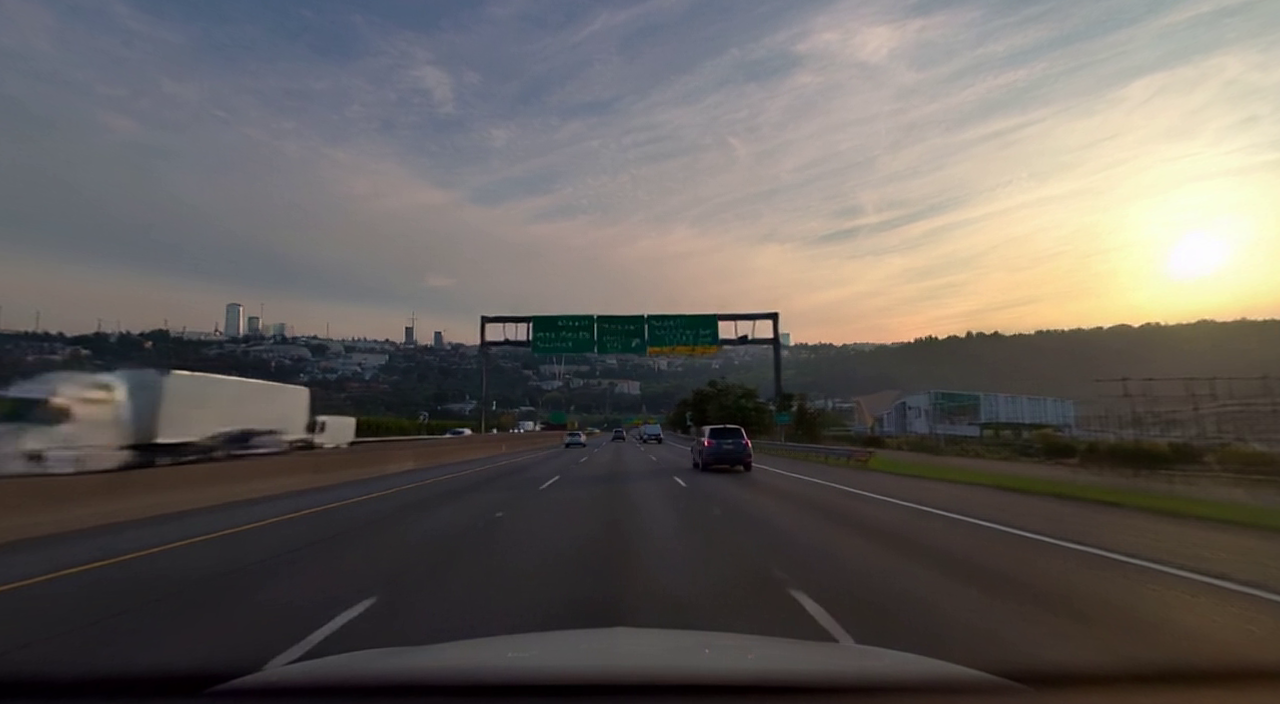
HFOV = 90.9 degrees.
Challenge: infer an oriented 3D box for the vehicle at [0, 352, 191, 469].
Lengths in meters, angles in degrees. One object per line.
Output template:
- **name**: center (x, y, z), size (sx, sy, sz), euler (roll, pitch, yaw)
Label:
- **vehicle**: center (-21.109, 2.367, 24.355), size (3.001, 3.983, 5.879), euler (0, -8, -1)

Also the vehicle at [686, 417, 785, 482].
- **vehicle**: center (2.589, 2.759, 18.192), size (2.022, 1.637, 4.229), euler (0, -8, -2)
